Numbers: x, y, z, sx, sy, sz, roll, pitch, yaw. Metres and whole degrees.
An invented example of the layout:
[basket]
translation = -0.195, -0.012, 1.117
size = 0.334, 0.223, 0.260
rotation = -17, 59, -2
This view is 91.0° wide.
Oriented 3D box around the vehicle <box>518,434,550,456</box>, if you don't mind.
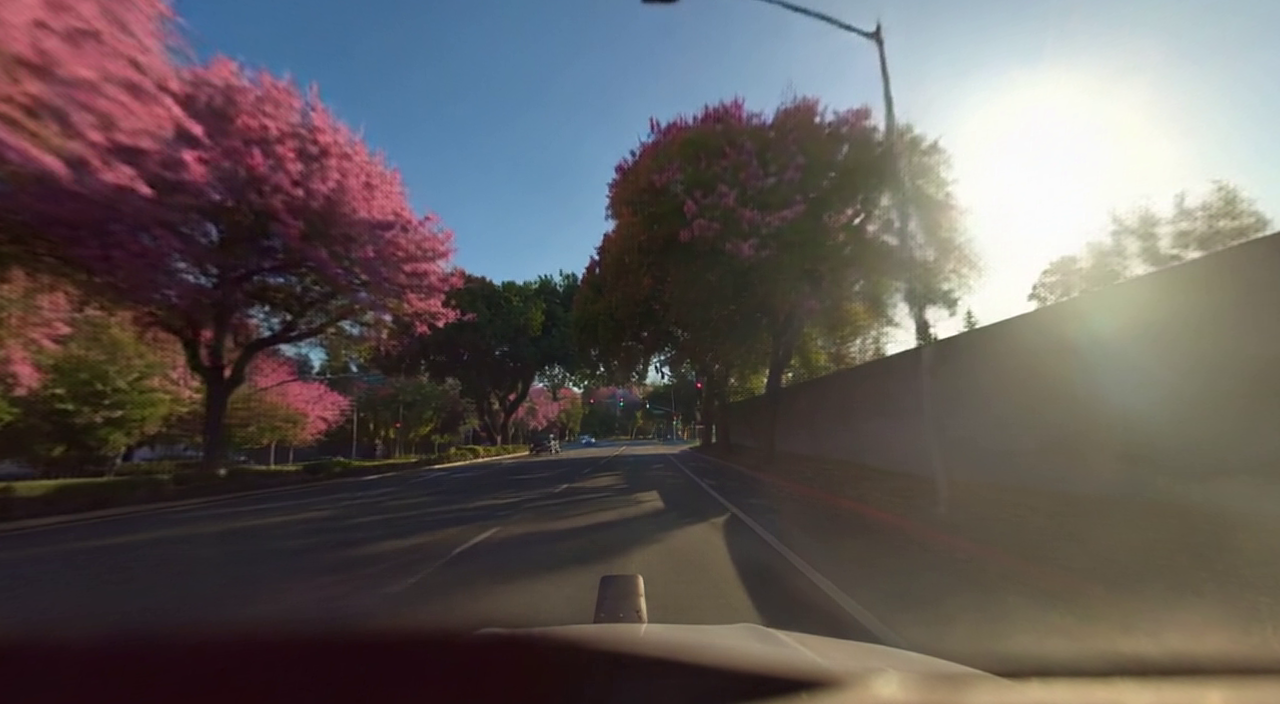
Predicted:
[vehicle]
translation = -7.904, 6.991, 47.202
size = 1.783, 1.501, 4.307
rotation = -1, -8, -1
